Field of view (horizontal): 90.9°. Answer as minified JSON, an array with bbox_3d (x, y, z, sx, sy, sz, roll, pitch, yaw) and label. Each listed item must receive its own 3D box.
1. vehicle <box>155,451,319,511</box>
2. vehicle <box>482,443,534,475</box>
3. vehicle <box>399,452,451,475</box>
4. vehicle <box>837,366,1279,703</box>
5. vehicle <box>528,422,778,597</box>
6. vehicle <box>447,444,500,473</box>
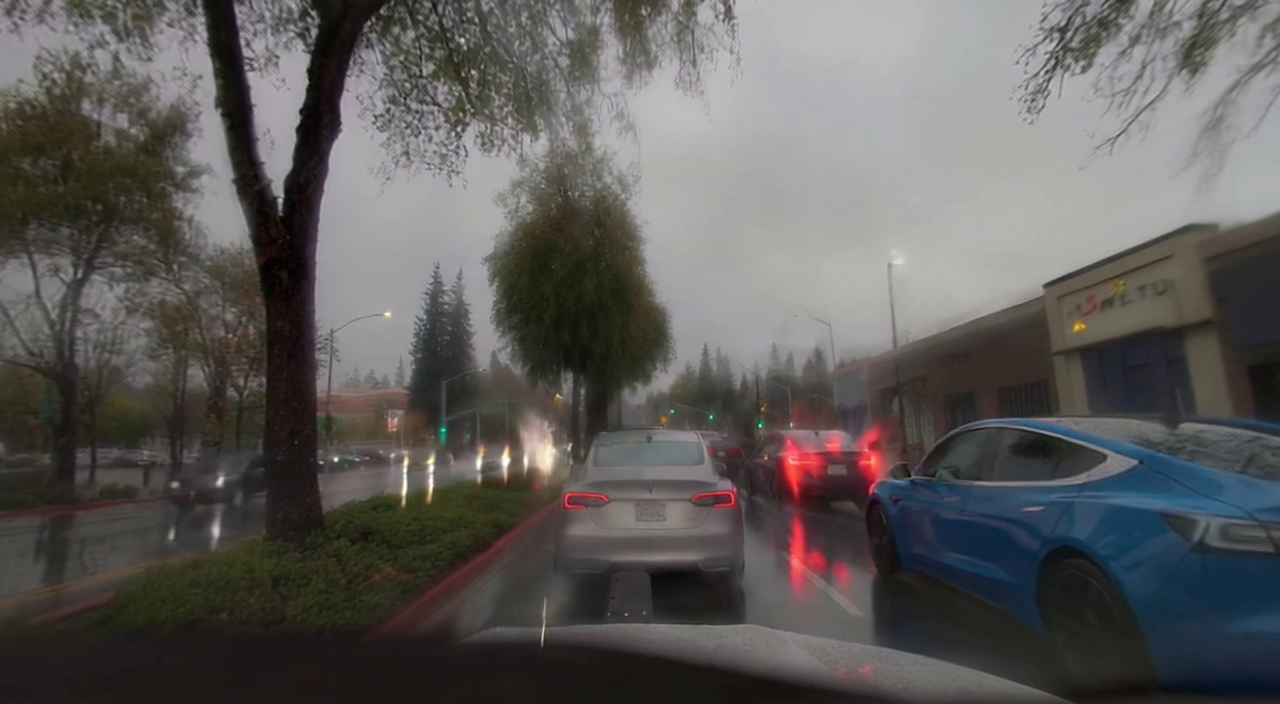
[{"bbox_3d":[-11.582,3.694,18.553,1.917,1.506,4.280,0,-8,1],"label":"vehicle"},{"bbox_3d":[-7.360,6.001,35.556,1.968,1.682,4.213,0,-8,1],"label":"vehicle"},{"bbox_3d":[-14.670,7.605,43.271,1.999,1.462,4.200,0,-8,1],"label":"vehicle"},{"bbox_3d":[3.203,1.195,4.640,2.038,1.651,4.455,0,-8,0],"label":"vehicle"},{"bbox_3d":[0.116,1.645,7.439,2.137,1.488,3.938,0,-8,0],"label":"vehicle"},{"bbox_3d":[-10.987,7.027,41.856,2.122,1.786,4.757,0,-8,1],"label":"vehicle"}]
